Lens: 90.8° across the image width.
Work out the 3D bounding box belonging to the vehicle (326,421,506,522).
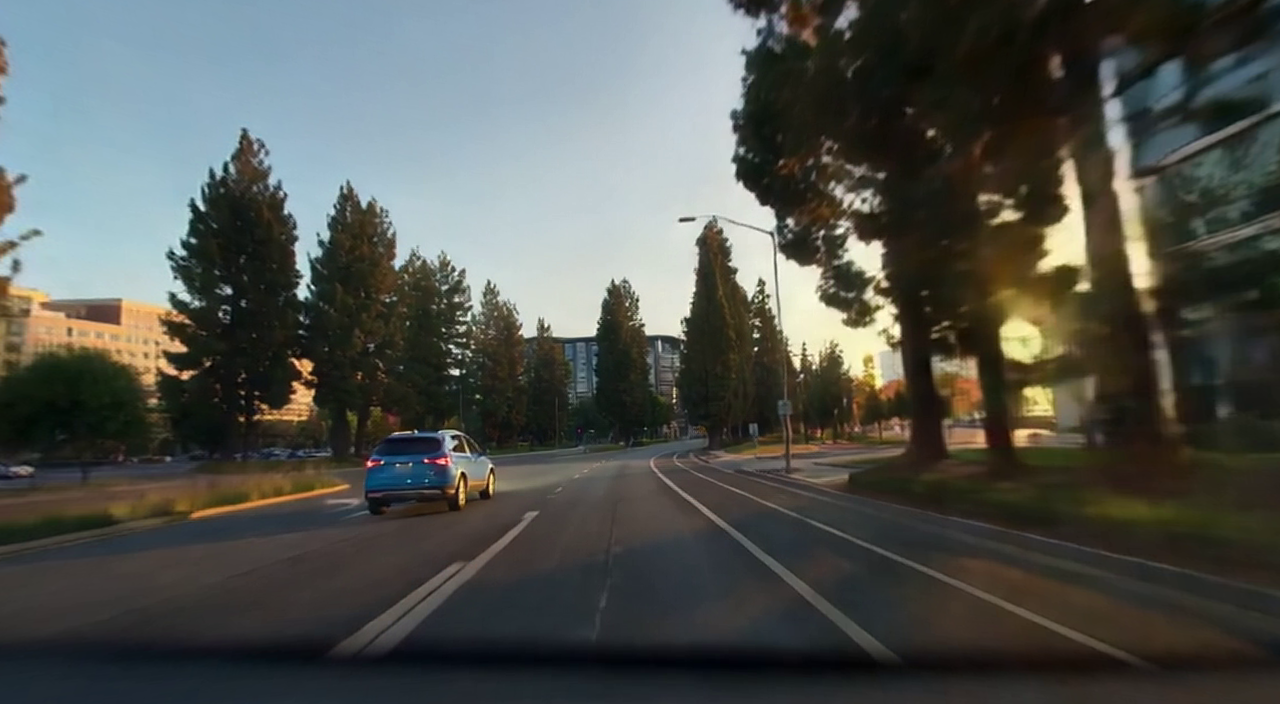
[{"bbox_3d":[-4.337,2.388,13.152,2.121,1.724,4.392,0,-9,0],"label":"vehicle"}]
